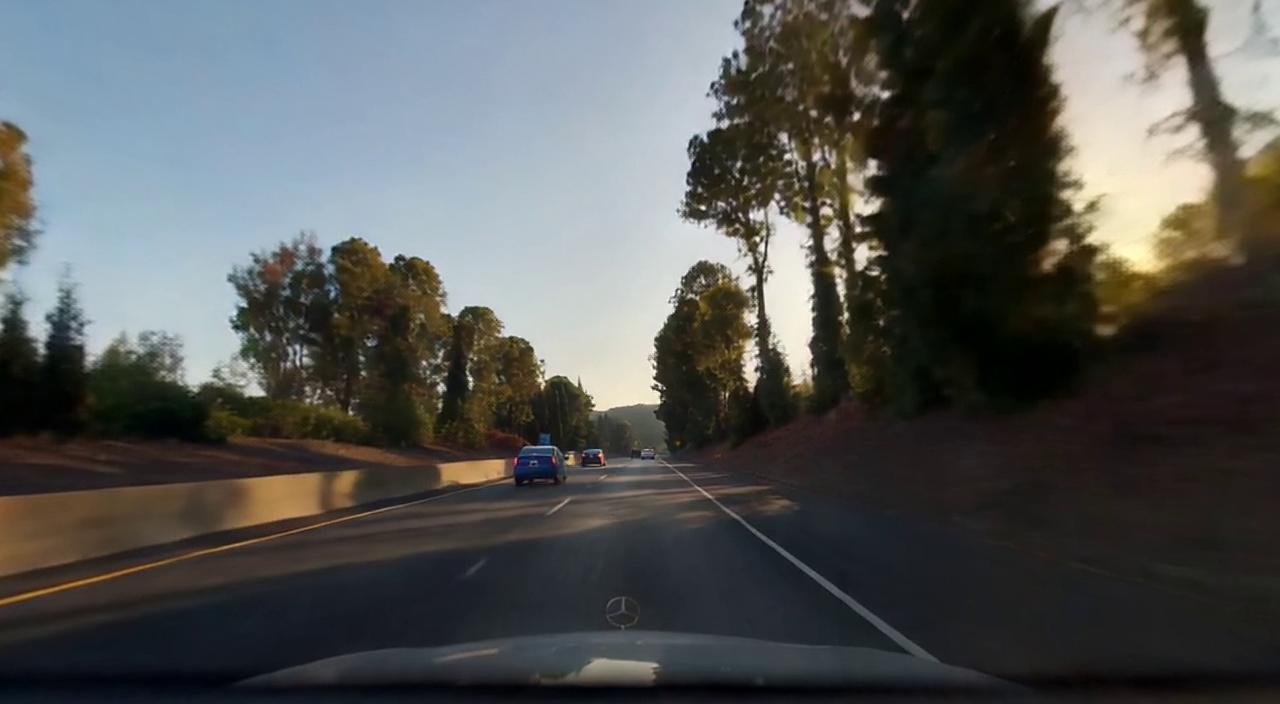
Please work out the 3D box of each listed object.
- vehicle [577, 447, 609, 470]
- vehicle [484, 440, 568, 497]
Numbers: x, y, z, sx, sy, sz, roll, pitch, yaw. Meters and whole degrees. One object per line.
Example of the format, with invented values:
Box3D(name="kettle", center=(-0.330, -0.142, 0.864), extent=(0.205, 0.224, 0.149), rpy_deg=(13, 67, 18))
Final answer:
Box3D(name="vehicle", center=(-3.432, 7.874, 46.704), extent=(1.996, 1.565, 4.159), rpy_deg=(0, -9, 0))
Box3D(name="vehicle", center=(-3.518, 3.677, 20.218), extent=(1.846, 1.600, 4.108), rpy_deg=(0, -9, 1))
